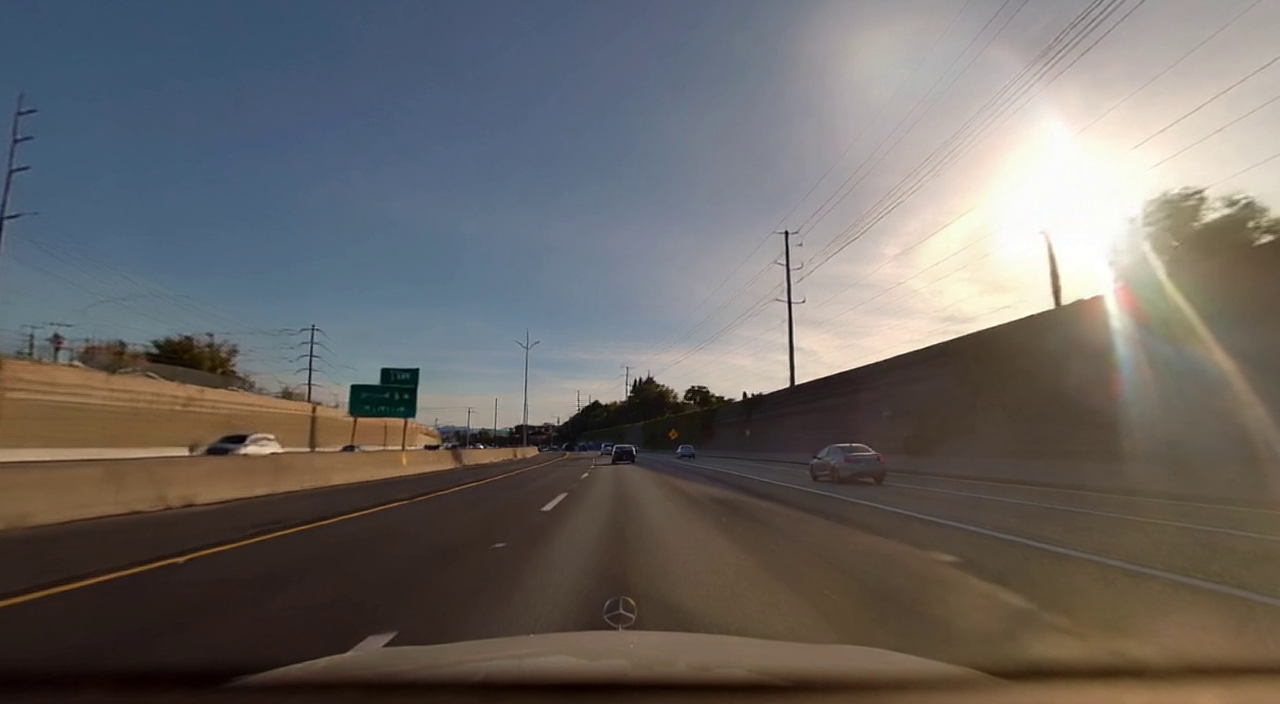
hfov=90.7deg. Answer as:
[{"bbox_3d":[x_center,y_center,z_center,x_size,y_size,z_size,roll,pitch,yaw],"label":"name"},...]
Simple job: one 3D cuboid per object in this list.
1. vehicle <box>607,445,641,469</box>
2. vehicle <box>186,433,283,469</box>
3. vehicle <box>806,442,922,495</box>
[{"bbox_3d":[-1.132,6.940,42.082,2.109,1.489,4.027,0,-9,-4],"label":"vehicle"},{"bbox_3d":[-24.402,6.001,38.458,2.250,1.966,5.757,0,-9,-2],"label":"vehicle"},{"bbox_3d":[6.732,3.538,19.575,1.876,1.451,4.154,0,-9,-3],"label":"vehicle"}]
